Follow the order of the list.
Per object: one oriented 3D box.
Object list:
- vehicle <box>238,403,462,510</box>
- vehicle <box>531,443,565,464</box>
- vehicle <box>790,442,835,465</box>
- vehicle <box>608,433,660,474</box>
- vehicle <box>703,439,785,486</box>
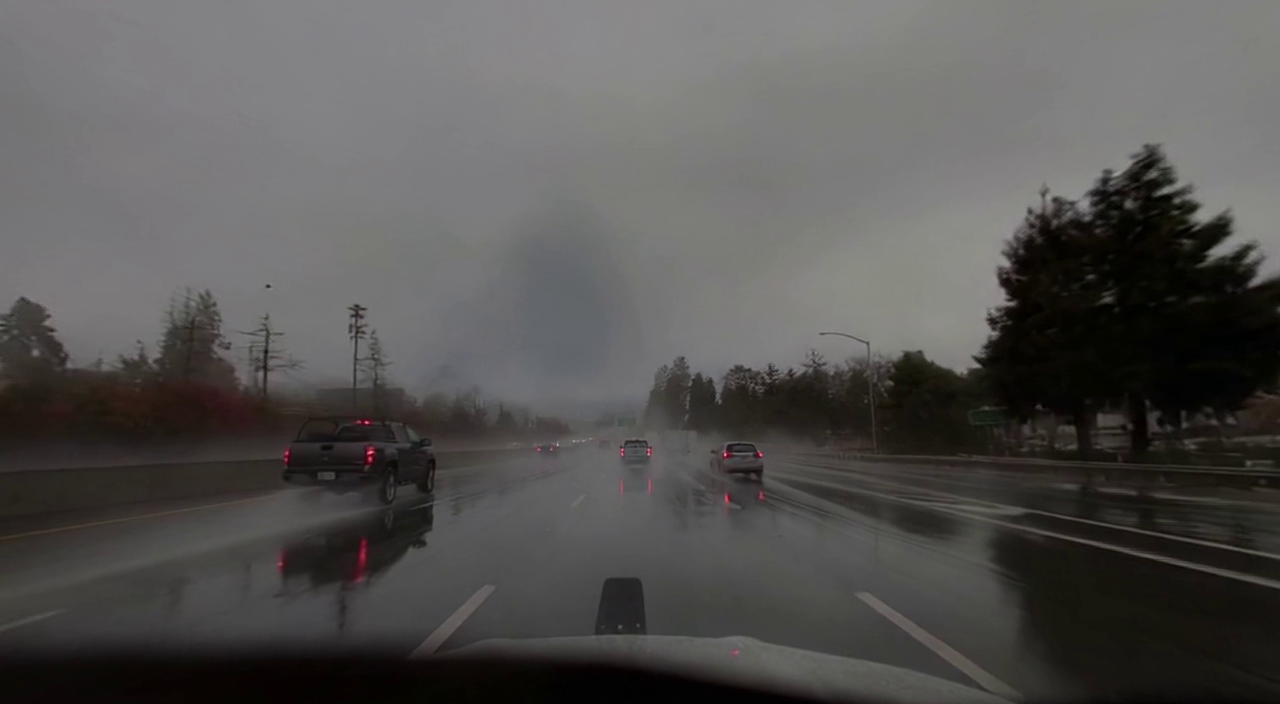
[{"bbox_3d":[-6.352,2.433,15.049,2.444,2.012,6.122,0,-8,0],"label":"vehicle"},{"bbox_3d":[-6.887,7.634,47.684,1.920,1.482,4.385,0,-8,0],"label":"vehicle"},{"bbox_3d":[11.861,6.984,43.726,2.105,1.481,4.117,0,-8,2],"label":"vehicle"},{"bbox_3d":[-0.294,4.881,30.596,2.323,1.805,4.729,0,-8,0],"label":"vehicle"},{"bbox_3d":[3.472,3.770,21.923,2.011,1.462,4.286,0,-8,-1],"label":"vehicle"}]
